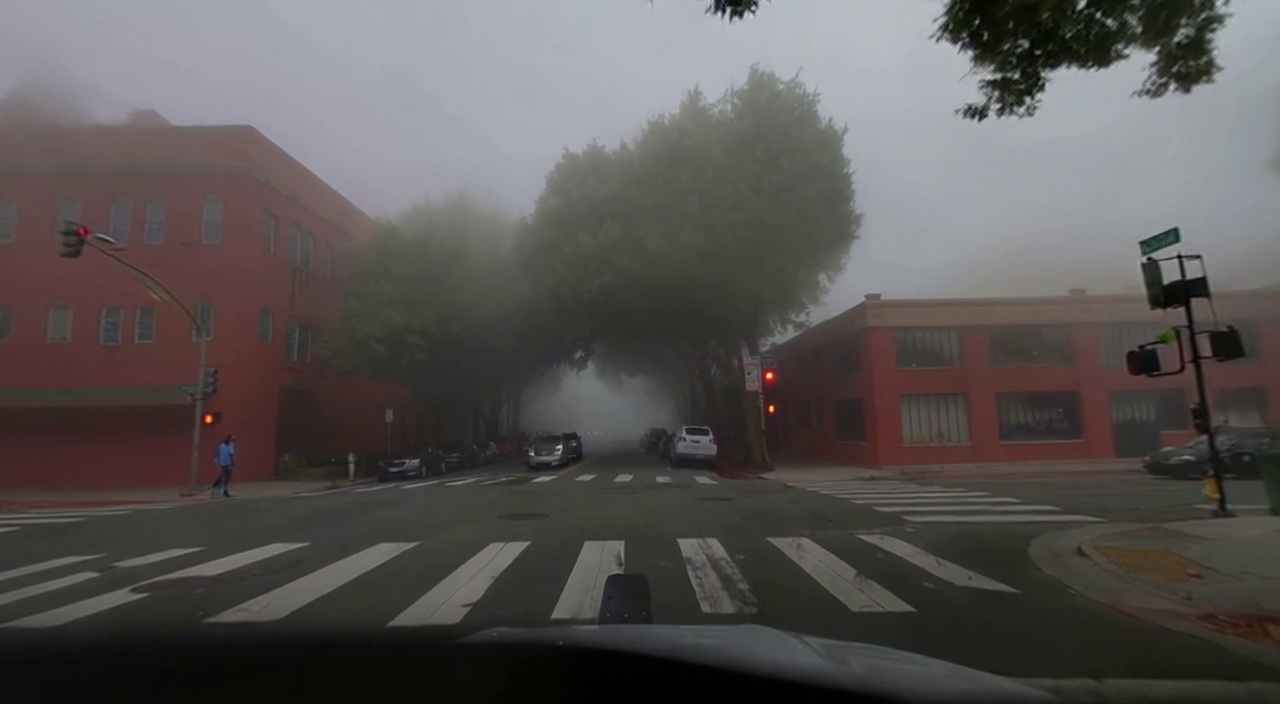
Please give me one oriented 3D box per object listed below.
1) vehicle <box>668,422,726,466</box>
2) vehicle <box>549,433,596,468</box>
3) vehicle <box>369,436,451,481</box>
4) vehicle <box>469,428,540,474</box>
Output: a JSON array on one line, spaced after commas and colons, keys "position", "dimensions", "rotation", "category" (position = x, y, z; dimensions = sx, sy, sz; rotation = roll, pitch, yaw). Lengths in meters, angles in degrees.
[{"position": [3.049, 5.099, 34.937], "dimensions": [2.557, 2.188, 5.164], "rotation": [0, -8, -2], "category": "vehicle"}, {"position": [-3.237, 4.829, 31.005], "dimensions": [2.033, 1.596, 4.142], "rotation": [0, -8, -2], "category": "vehicle"}, {"position": [-9.924, 4.610, 27.643], "dimensions": [2.216, 1.804, 4.526], "rotation": [1, -8, -5], "category": "vehicle"}, {"position": [-5.997, 4.461, 28.551], "dimensions": [2.242, 1.887, 4.924], "rotation": [0, -8, -2], "category": "vehicle"}]
